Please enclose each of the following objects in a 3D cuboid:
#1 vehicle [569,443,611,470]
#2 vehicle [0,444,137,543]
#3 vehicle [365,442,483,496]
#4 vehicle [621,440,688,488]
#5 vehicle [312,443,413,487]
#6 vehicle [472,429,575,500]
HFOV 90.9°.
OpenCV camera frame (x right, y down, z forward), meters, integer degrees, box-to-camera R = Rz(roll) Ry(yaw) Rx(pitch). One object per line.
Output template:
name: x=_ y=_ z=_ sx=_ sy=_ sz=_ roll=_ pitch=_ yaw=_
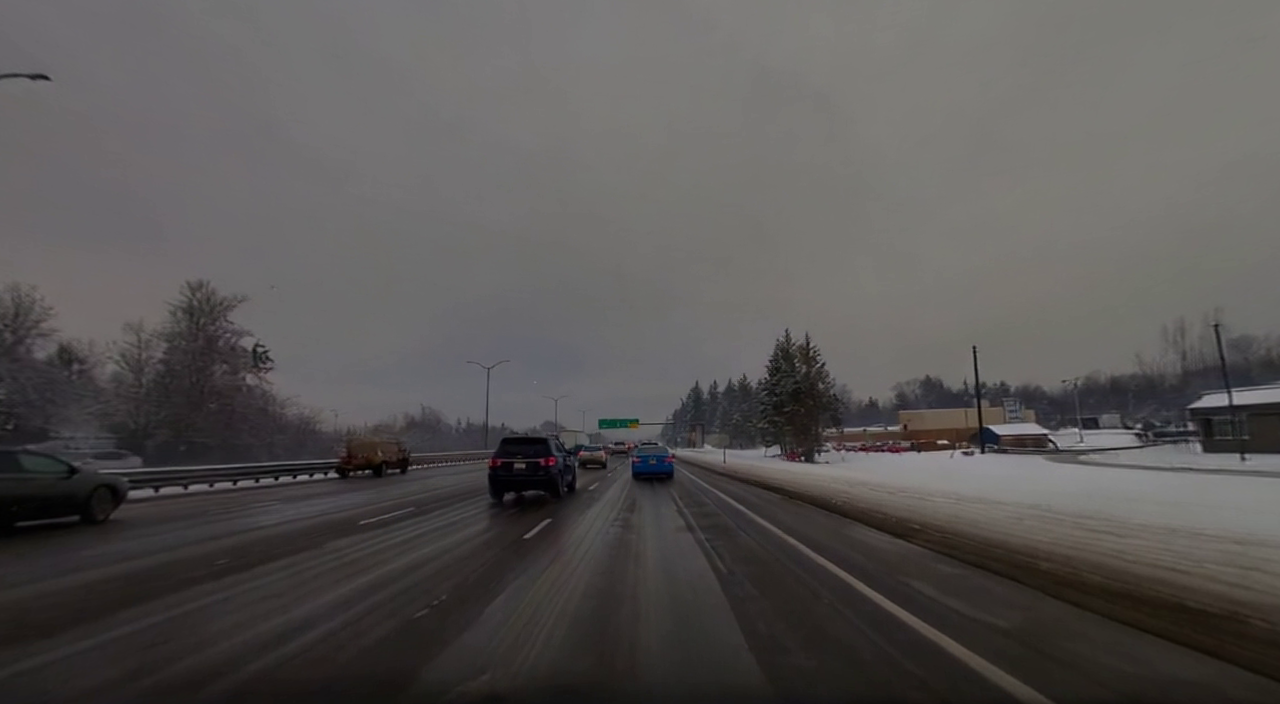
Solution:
vehicle: x=-2.959 y=6.285 z=38.195 sx=2.048 sy=1.497 sz=4.466 roll=0 pitch=-8 yaw=2
vehicle: x=-10.088 y=2.104 z=9.485 sx=1.774 sy=1.408 sz=3.917 roll=0 pitch=-8 yaw=1
vehicle: x=-6.369 y=3.478 z=19.191 sx=1.933 sy=1.439 sz=4.441 roll=0 pitch=-8 yaw=1
vehicle: x=0.464 y=3.798 z=21.711 sx=2.090 sy=1.474 sz=3.970 roll=0 pitch=-8 yaw=1
vehicle: x=-10.210 y=4.150 z=23.581 sx=1.861 sy=1.495 sz=4.007 roll=0 pitch=-8 yaw=1
vehicle: x=-3.114 y=3.096 z=17.832 sx=2.007 sy=1.730 sz=4.412 roll=0 pitch=-8 yaw=1
